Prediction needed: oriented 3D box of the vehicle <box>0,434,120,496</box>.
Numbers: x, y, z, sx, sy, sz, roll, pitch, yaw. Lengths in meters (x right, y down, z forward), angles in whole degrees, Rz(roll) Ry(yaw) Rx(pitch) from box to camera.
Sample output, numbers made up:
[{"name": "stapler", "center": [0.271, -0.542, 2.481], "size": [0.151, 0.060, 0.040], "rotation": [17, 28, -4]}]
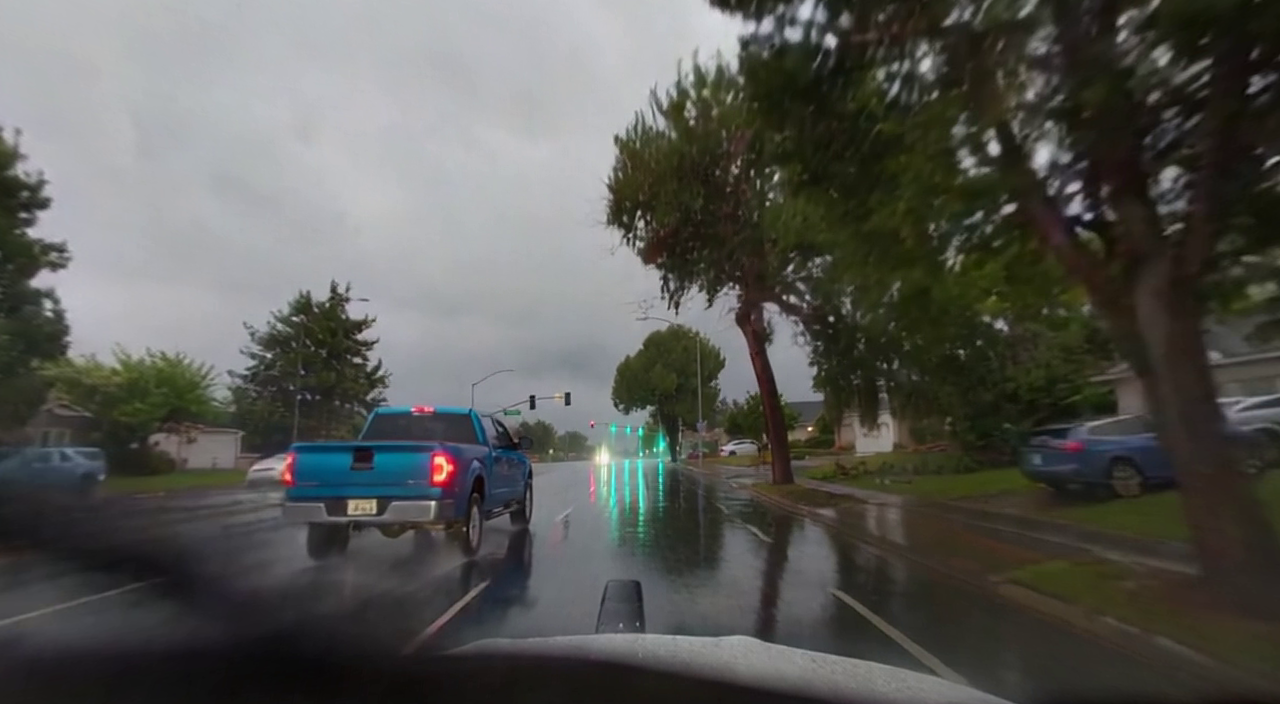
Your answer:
[{"name": "vehicle", "center": [-20.755, 3.819, 21.015], "size": [5.096, 1.810, 2.071], "rotation": [-3, -9, 1]}]

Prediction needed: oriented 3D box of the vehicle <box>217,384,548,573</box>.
[{"name": "vehicle", "center": [-3.172, 1.780, 9.713], "size": [2.508, 2.001, 5.880], "rotation": [0, -9, 1]}]

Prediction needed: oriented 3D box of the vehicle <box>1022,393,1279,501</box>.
[{"name": "vehicle", "center": [9.651, 1.597, 10.946], "size": [4.696, 1.555, 2.009], "rotation": [-2, -9, -2]}]
